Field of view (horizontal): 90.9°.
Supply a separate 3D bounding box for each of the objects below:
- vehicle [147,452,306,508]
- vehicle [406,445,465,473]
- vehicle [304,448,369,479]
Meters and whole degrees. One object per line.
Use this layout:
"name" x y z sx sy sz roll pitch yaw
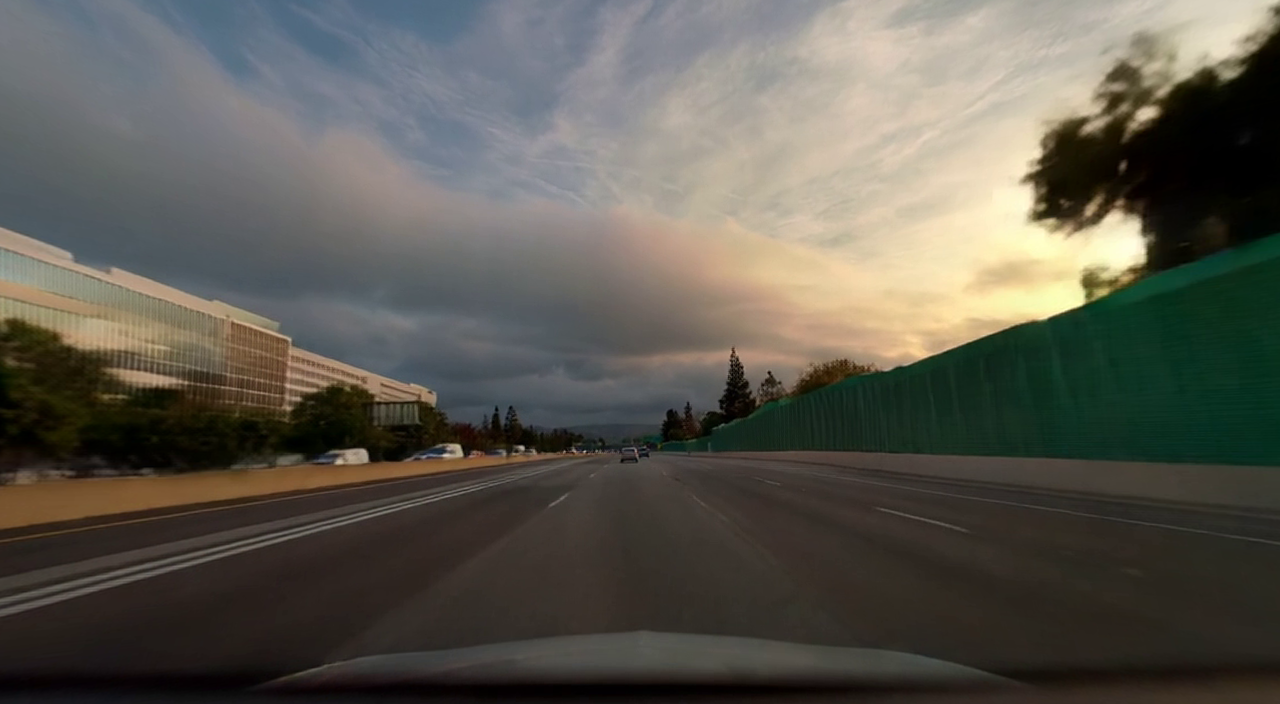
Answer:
"vehicle" -11.766 3.624 18.340 1.879 1.413 4.147 0 -9 -1
"vehicle" -12.104 6.385 37.706 1.947 1.533 4.756 0 -9 0
"vehicle" -21.469 7.858 44.791 2.068 2.055 5.101 0 -9 0
